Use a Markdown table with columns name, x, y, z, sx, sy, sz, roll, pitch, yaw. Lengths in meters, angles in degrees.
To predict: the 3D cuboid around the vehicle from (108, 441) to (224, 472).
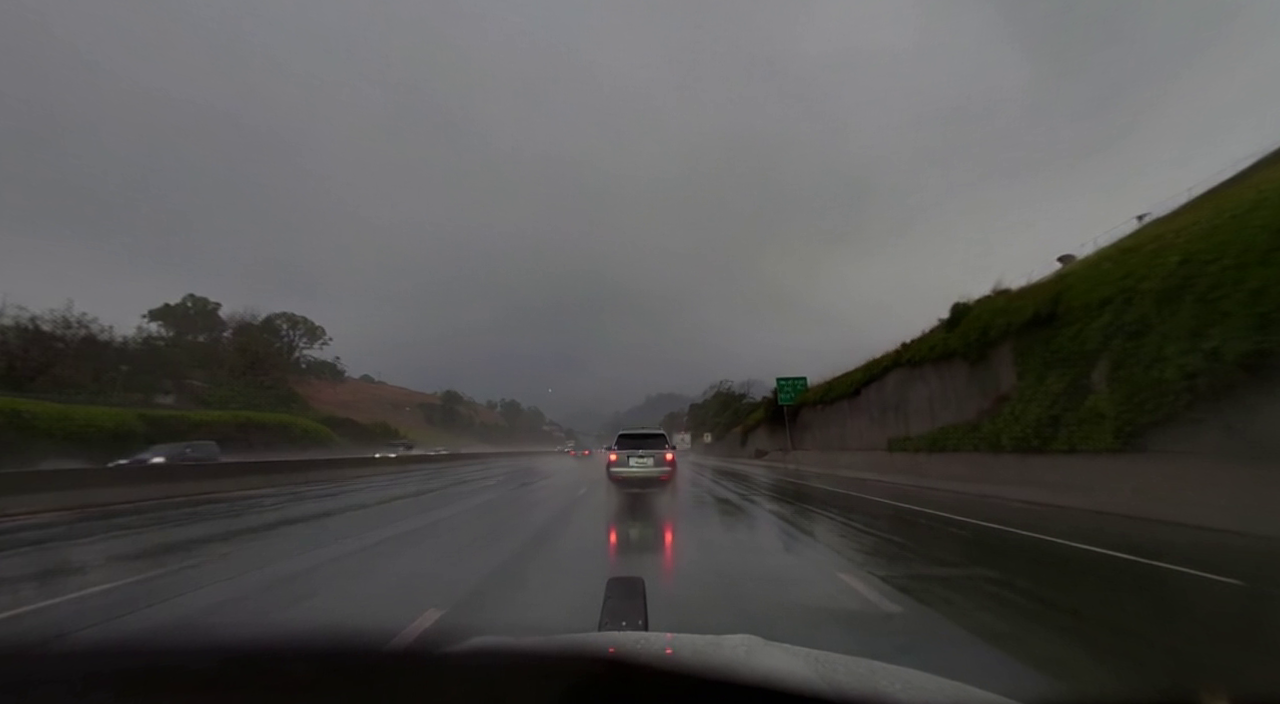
| name | x | y | z | sx | sy | sz | roll | pitch | yaw |
| --- | --- | --- | --- | --- | --- | --- | --- | --- | --- |
| vehicle | -27.845 | 6.140 | 37.396 | 2.221 | 1.698 | 5.860 | 0 | -9 | 1 |

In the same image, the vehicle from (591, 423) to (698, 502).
| name | x | y | z | sx | sy | sz | roll | pitch | yaw |
| --- | --- | --- | --- | --- | --- | --- | --- | --- | --- |
| vehicle | 0.113 | 2.872 | 16.693 | 2.447 | 1.804 | 4.273 | 0 | -9 | 0 |
